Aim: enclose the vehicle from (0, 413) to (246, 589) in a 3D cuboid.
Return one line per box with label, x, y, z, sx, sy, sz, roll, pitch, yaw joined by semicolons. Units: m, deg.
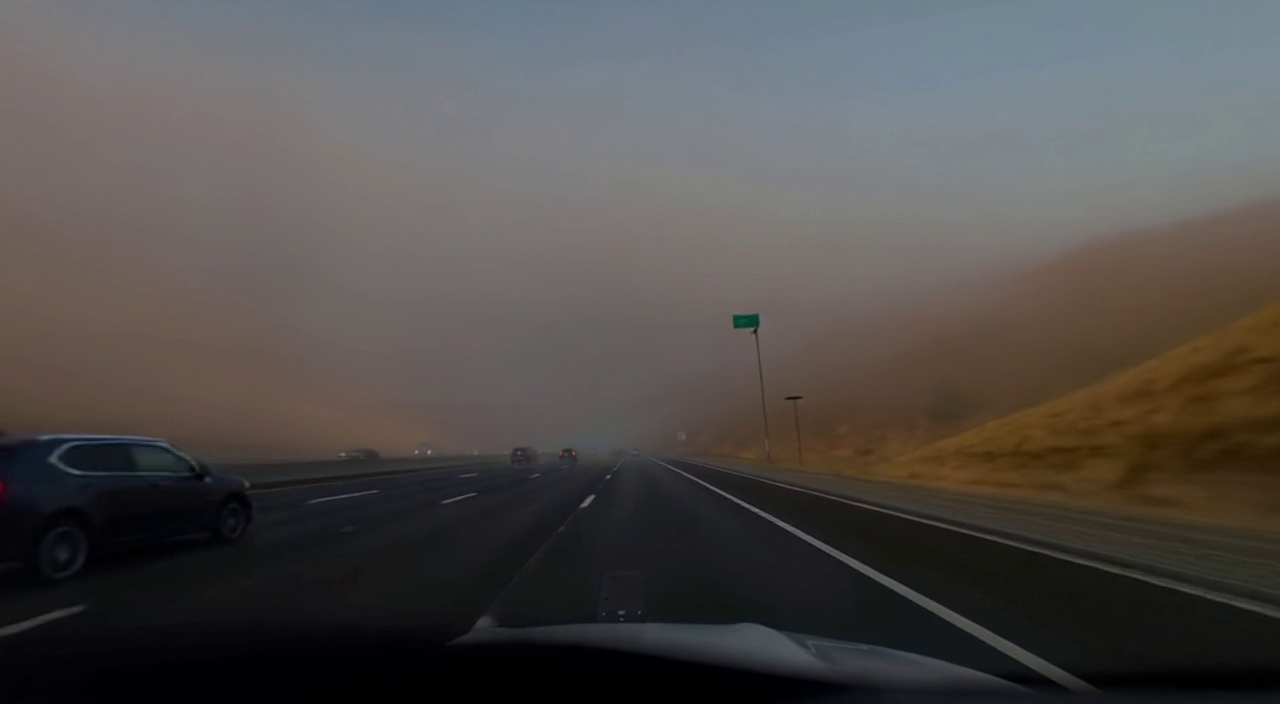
vehicle;-6.991;1.603;7.270;2.045;1.624;4.338;0;-9;0
